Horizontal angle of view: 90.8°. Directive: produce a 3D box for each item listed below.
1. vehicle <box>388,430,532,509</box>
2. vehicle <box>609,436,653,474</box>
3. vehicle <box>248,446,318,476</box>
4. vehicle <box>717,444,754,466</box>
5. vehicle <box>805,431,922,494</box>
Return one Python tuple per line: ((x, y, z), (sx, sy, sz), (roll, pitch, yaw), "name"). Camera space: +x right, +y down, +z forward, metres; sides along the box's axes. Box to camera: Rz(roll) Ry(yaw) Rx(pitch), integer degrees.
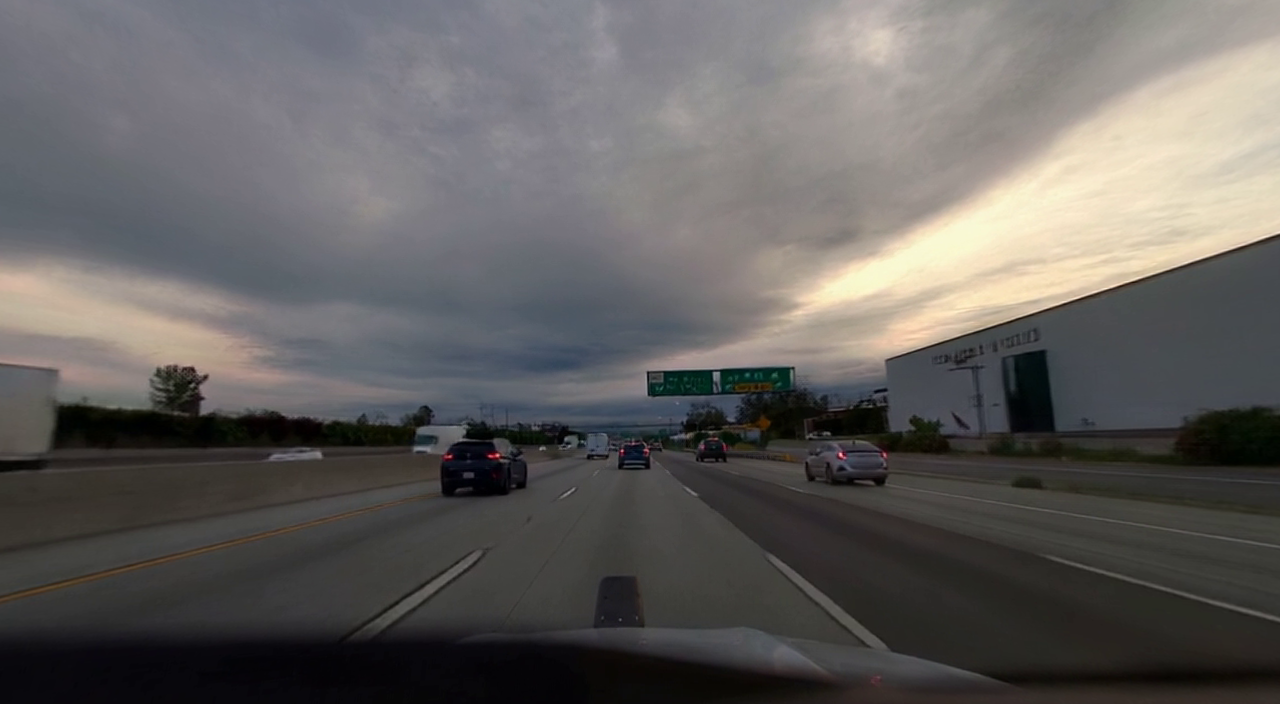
((-4.189, 2.820, 15.636), (2.126, 1.631, 4.643), (0, -9, 1), "vehicle")
((-0.408, 5.137, 31.749), (2.002, 1.759, 4.658), (0, -9, 0), "vehicle")
((-17.283, 5.280, 30.722), (1.473, 1.358, 3.231), (0, -9, 1), "vehicle")
((6.699, 7.267, 44.674), (1.879, 1.428, 4.402), (0, -9, -1), "vehicle")
((6.564, 3.298, 19.107), (1.944, 1.666, 4.184), (0, -9, 0), "vehicle")
